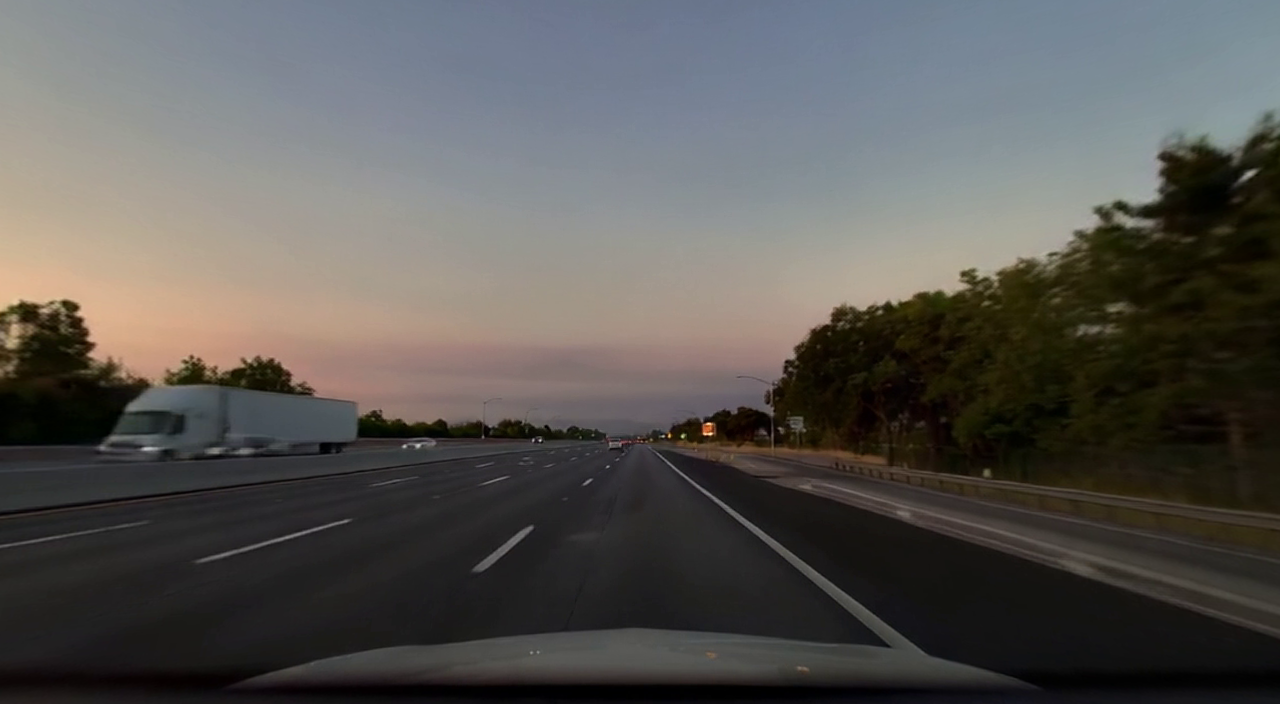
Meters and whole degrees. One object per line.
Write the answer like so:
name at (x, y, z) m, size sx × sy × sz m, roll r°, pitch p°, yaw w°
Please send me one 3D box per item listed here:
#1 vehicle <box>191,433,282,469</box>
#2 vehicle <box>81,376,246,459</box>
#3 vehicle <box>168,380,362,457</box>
vehicle at (-16.852, 4.152, 26.539) m, size 1.502 × 1.359 × 3.382 m, roll -1°, pitch -8°, yaw 2°
vehicle at (-23.520, 3.422, 31.730) m, size 3.070 × 3.713 × 6.478 m, roll 0°, pitch -8°, yaw 0°
vehicle at (-23.507, 4.708, 41.659) m, size 2.867 × 4.027 × 16.216 m, roll -1°, pitch -8°, yaw 0°
